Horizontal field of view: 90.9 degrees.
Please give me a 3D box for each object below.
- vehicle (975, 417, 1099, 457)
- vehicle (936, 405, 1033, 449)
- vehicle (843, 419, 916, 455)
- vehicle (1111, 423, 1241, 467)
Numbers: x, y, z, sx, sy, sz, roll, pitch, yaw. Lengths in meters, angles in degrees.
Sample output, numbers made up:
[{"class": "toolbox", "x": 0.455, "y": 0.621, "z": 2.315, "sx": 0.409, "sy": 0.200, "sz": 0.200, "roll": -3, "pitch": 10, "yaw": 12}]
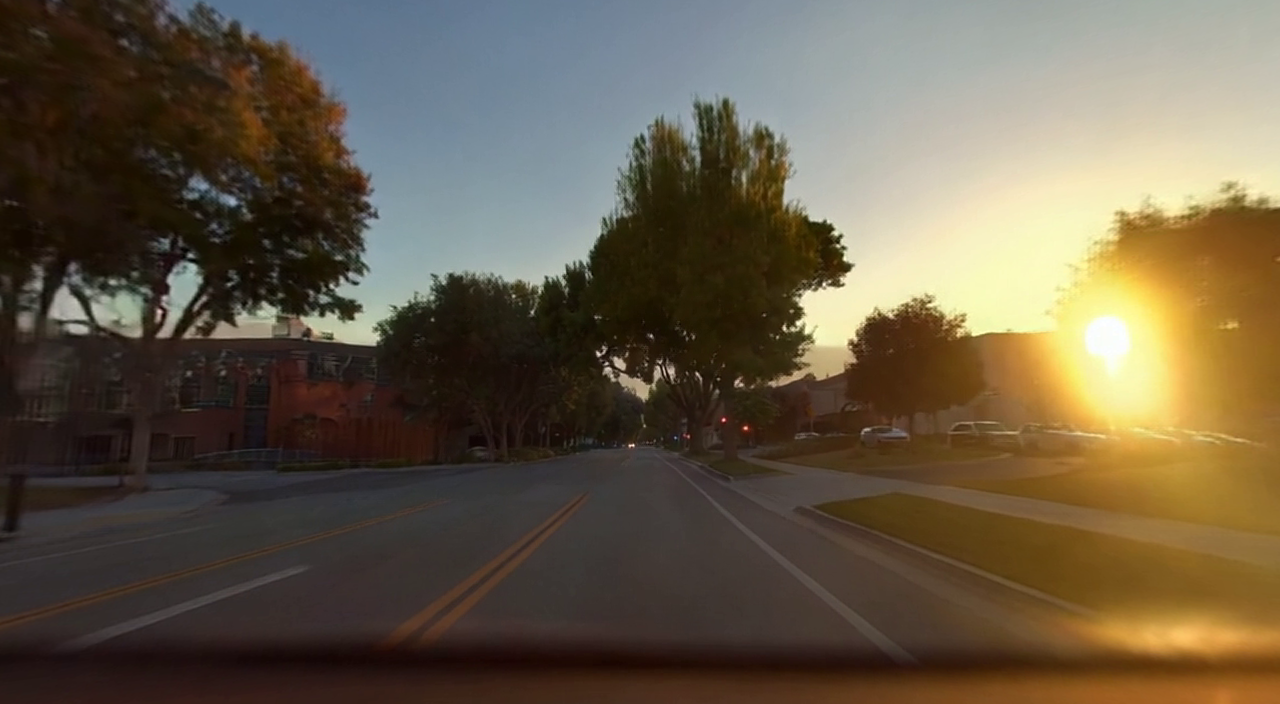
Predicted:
[{"class": "vehicle", "x": 15.240, "y": 3.352, "z": 24.539, "sx": 1.866, "sy": 1.420, "sz": 4.447, "roll": 0, "pitch": -9, "yaw": 0}, {"class": "vehicle", "x": 16.939, "y": 3.806, "z": 31.339, "sx": 2.027, "sy": 1.910, "sz": 4.824, "roll": -3, "pitch": -8, "yaw": 1}, {"class": "vehicle", "x": 11.826, "y": 4.267, "z": 31.516, "sx": 2.036, "sy": 1.636, "sz": 4.995, "roll": 0, "pitch": -8, "yaw": 5}, {"class": "vehicle", "x": 20.623, "y": 3.630, "z": 24.491, "sx": 1.766, "sy": 1.560, "sz": 3.695, "roll": 0, "pitch": -8, "yaw": 0}]
